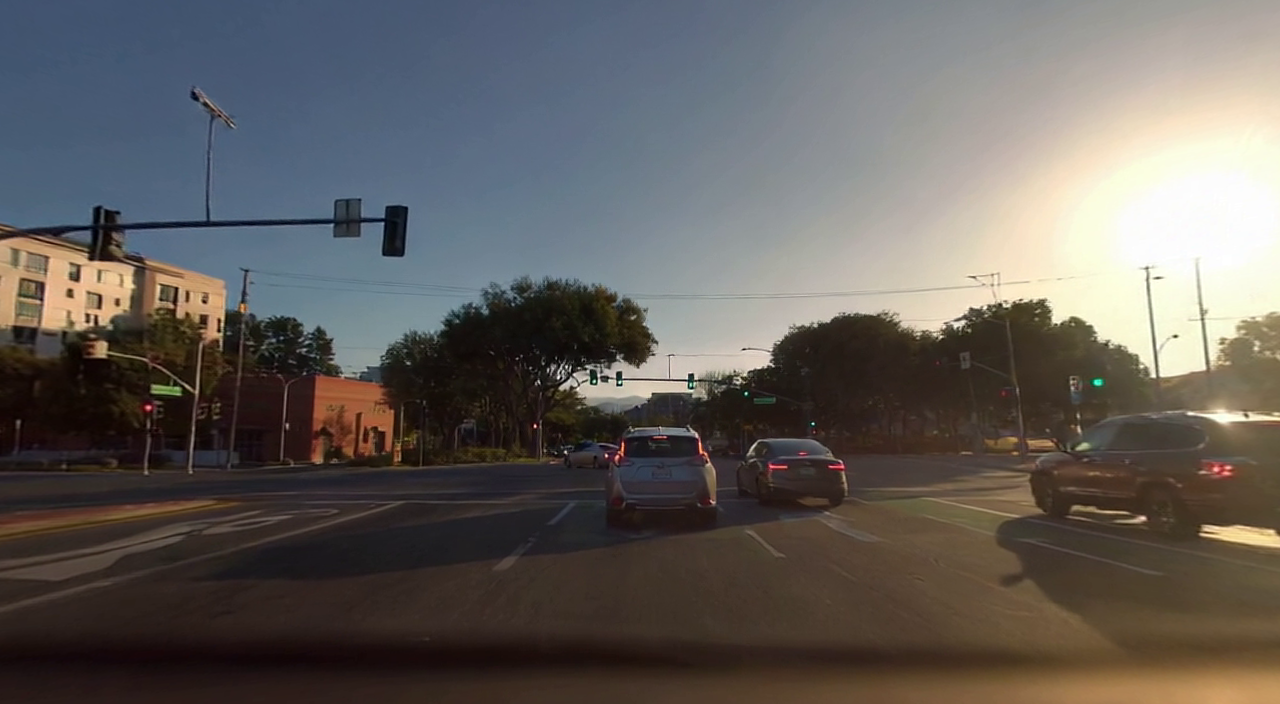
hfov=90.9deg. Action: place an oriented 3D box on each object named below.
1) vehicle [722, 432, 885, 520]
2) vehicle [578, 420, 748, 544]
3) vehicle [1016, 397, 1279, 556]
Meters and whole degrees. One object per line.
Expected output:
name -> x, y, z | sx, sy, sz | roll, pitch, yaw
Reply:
vehicle -> 2.974, 2.351, 12.507 | 1.994, 1.436, 4.169 | 0, -8, -2
vehicle -> 0.271, 1.957, 10.204 | 2.099, 1.516, 4.681 | 0, -8, 0
vehicle -> 8.486, 1.836, 9.999 | 2.132, 1.892, 4.851 | 0, -8, 2
